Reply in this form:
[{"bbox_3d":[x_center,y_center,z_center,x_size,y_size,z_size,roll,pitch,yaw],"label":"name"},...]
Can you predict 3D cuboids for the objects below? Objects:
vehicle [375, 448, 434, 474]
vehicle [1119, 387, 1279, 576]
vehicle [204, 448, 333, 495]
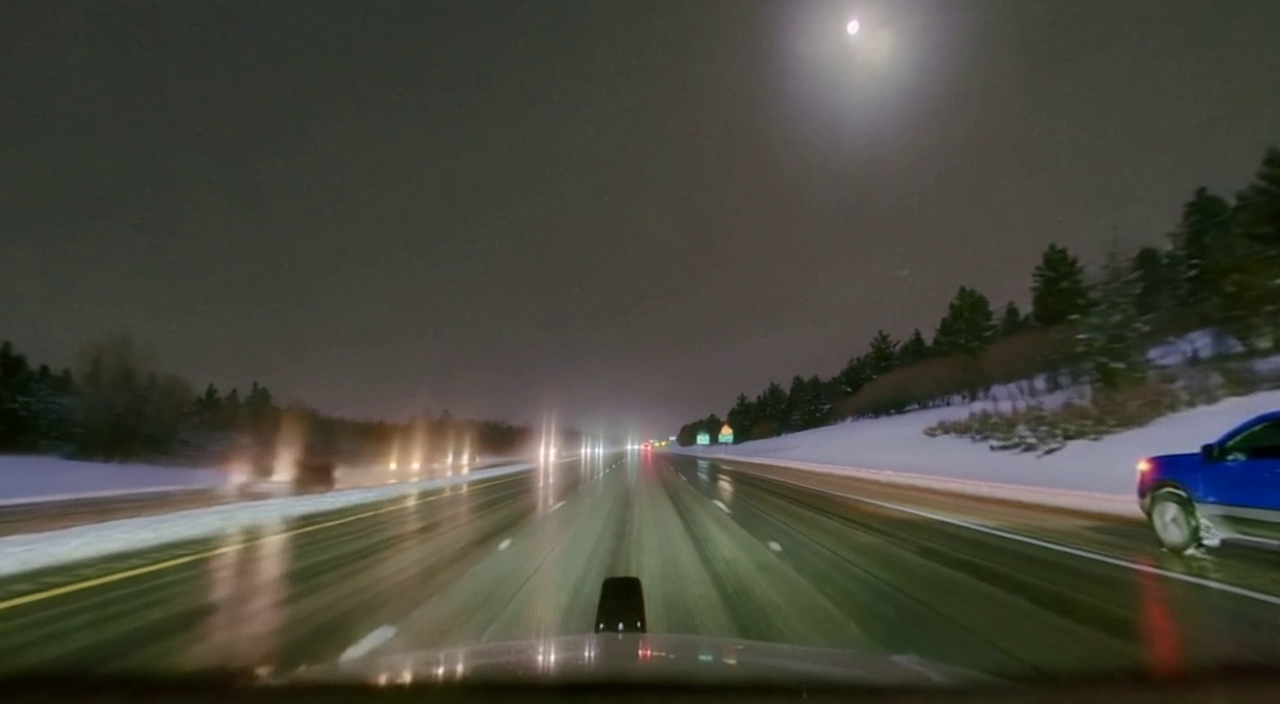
[{"bbox_3d":[-15.246,7.049,41.021,1.889,1.552,4.643,-1,-9,2],"label":"vehicle"},{"bbox_3d":[7.392,1.184,5.618,2.186,1.848,5.136,0,-8,1],"label":"vehicle"},{"bbox_3d":[-13.303,4.267,22.950,1.906,1.517,4.477,0,-9,1],"label":"vehicle"}]
